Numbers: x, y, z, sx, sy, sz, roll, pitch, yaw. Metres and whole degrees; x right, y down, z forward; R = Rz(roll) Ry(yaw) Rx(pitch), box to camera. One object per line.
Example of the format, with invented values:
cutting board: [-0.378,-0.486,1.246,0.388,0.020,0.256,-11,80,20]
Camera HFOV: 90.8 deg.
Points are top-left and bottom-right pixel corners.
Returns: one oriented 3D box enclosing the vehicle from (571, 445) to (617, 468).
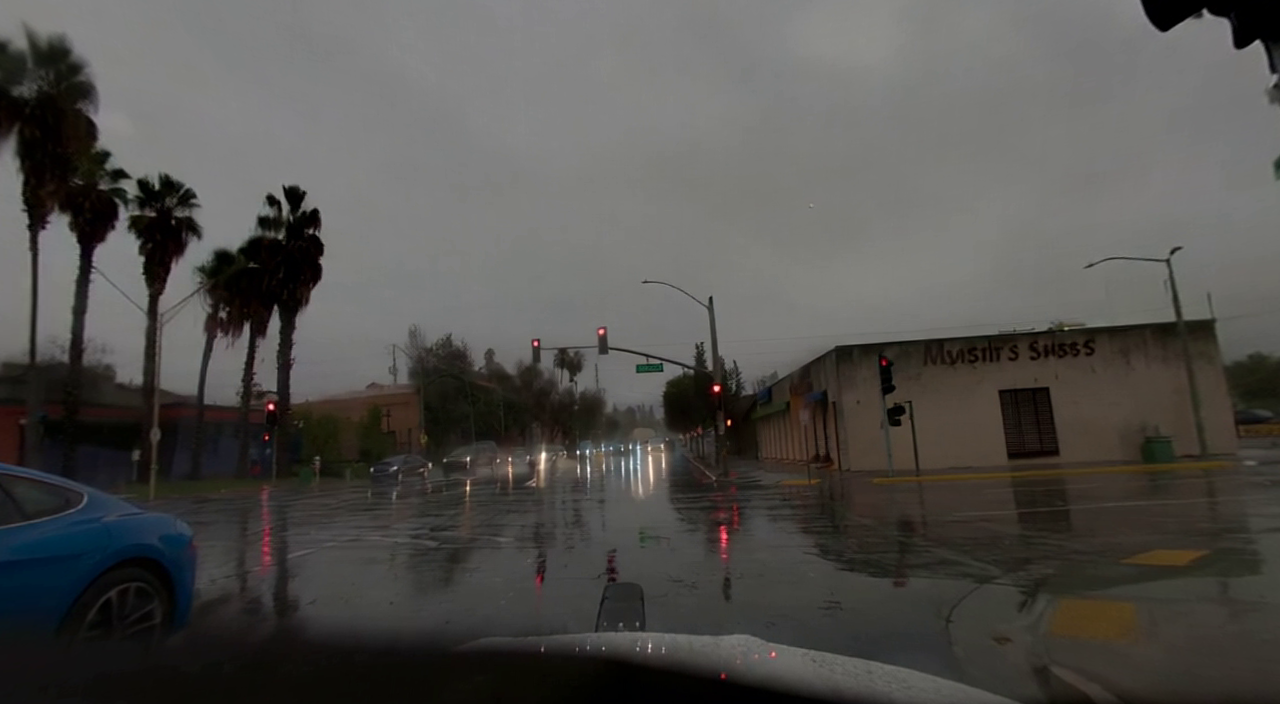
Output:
vehicle: [-3.152,7.238,44.016,1.839,1.468,4.549,-2,-9,14]

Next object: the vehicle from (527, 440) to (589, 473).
vehicle: [-4.642,6.008,36.488,2.092,1.709,4.775,-2,-9,12]

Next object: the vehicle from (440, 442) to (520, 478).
vehicle: [-8.637,5.883,34.695,2.152,1.825,5.406,-2,-9,10]

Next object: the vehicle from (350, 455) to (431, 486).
vehicle: [-12.769,6.080,32.686,1.880,1.440,4.418,-1,-9,8]

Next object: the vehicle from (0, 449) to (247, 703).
vehicle: [-3.695,1.020,2.242,1.850,1.325,4.295,0,-9,0]
